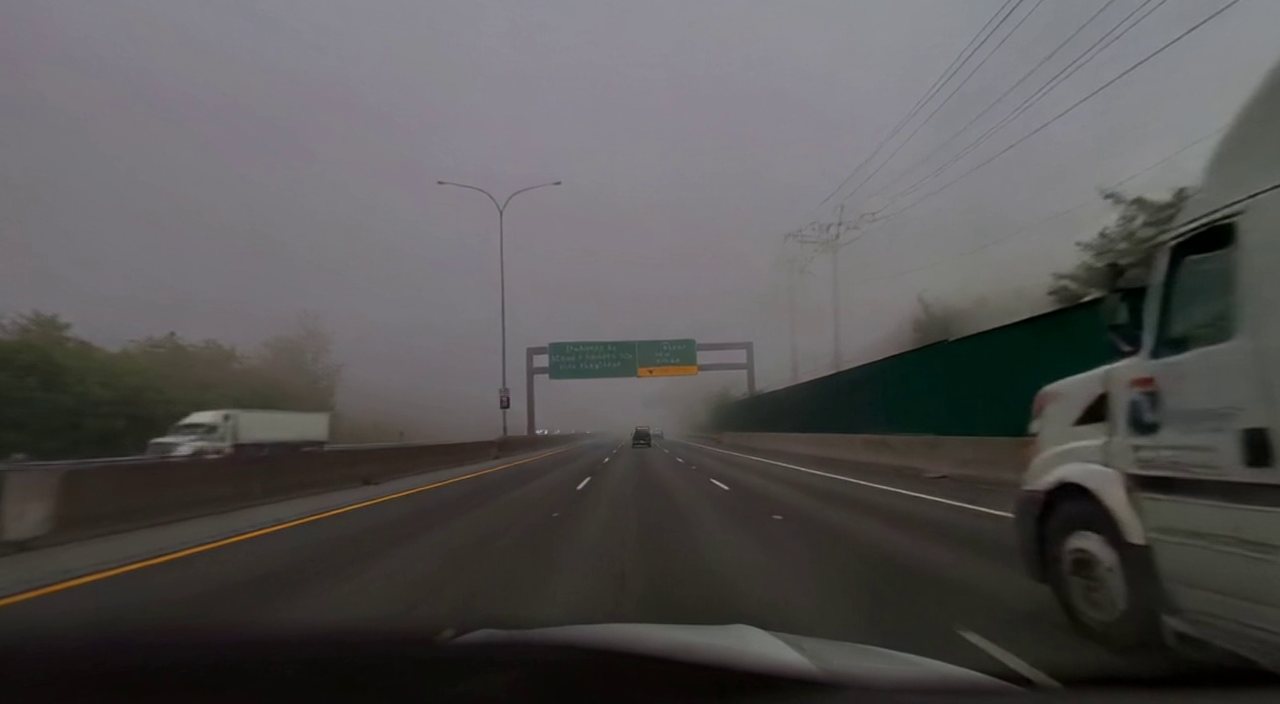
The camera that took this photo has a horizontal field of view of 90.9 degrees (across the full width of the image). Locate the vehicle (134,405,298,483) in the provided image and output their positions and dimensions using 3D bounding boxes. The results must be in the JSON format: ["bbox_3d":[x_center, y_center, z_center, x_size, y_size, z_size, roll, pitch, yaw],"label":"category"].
[{"bbox_3d":[-19.963,4.358,30.452,2.595,3.164,7.830,2,-7,-2],"label":"vehicle"}]

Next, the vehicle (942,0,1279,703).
[{"bbox_3d":[3.804,-0.380,1.514,3.031,3.881,5.944,0,-8,-1],"label":"vehicle"}]
